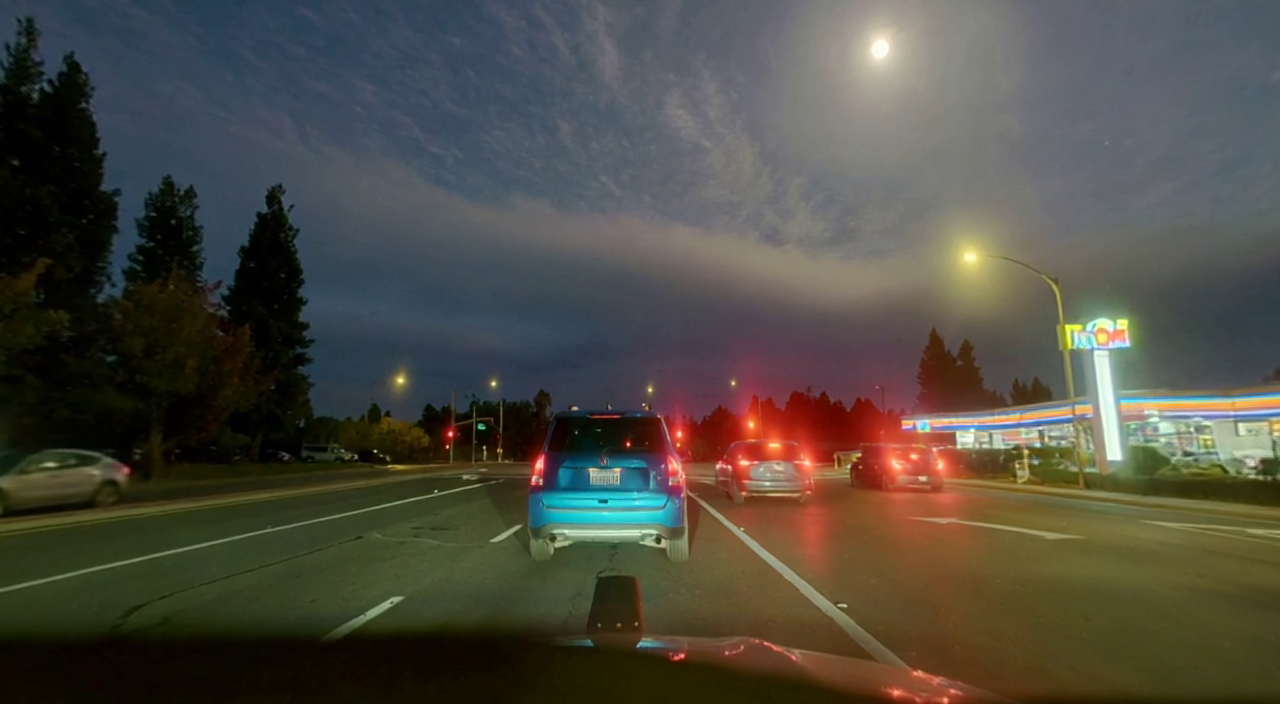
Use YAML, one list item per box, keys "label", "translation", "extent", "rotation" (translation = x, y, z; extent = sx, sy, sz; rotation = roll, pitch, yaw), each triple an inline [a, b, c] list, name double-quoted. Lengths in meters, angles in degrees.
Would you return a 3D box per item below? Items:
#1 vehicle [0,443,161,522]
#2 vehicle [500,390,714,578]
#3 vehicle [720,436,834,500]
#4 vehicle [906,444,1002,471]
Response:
- label: "vehicle"
  translation: [-12.932, 2.688, 13.451]
  extent: [1.983, 1.460, 4.456]
  rotation: [0, -9, 0]
- label: "vehicle"
  translation: [-0.300, 1.647, 8.624]
  extent: [2.096, 1.837, 4.687]
  rotation: [0, -9, 1]
- label: "vehicle"
  translation: [3.660, 3.205, 17.947]
  extent: [2.098, 1.555, 4.778]
  rotation: [0, -9, -1]
- label: "vehicle"
  translation: [17.204, 5.781, 34.766]
  extent: [4.290, 1.427, 1.751]
  rotation: [0, -9, 2]
